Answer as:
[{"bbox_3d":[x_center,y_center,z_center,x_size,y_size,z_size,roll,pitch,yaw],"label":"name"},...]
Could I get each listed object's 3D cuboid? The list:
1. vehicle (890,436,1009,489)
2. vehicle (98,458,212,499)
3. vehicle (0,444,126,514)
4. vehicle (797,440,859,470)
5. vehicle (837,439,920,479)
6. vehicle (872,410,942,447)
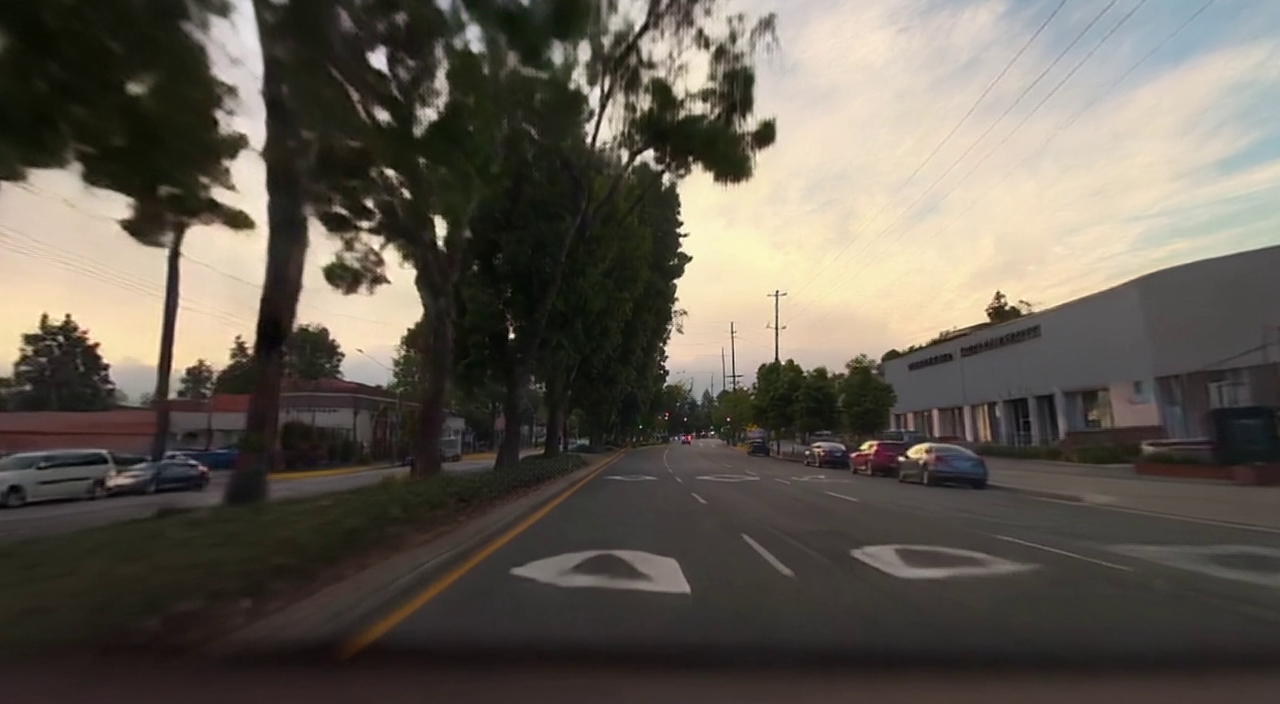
[{"bbox_3d":[10.105,3.635,21.013,1.901,1.586,3.903,0,-9,0],"label":"vehicle"},{"bbox_3d":[-19.470,5.080,25.592,1.664,1.443,3.701,-1,-9,0],"label":"vehicle"},{"bbox_3d":[-19.436,4.036,20.264,1.954,2.000,4.687,-3,-9,-1],"label":"vehicle"},{"bbox_3d":[10.060,5.551,34.196,1.926,1.464,4.436,0,-9,-1],"label":"vehicle"},{"bbox_3d":[9.836,4.440,26.428,1.726,1.486,4.394,0,-9,-1],"label":"vehicle"},{"bbox_3d":[19.235,5.650,45.917,2.179,2.441,5.974,-2,-8,-2],"label":"vehicle"}]
